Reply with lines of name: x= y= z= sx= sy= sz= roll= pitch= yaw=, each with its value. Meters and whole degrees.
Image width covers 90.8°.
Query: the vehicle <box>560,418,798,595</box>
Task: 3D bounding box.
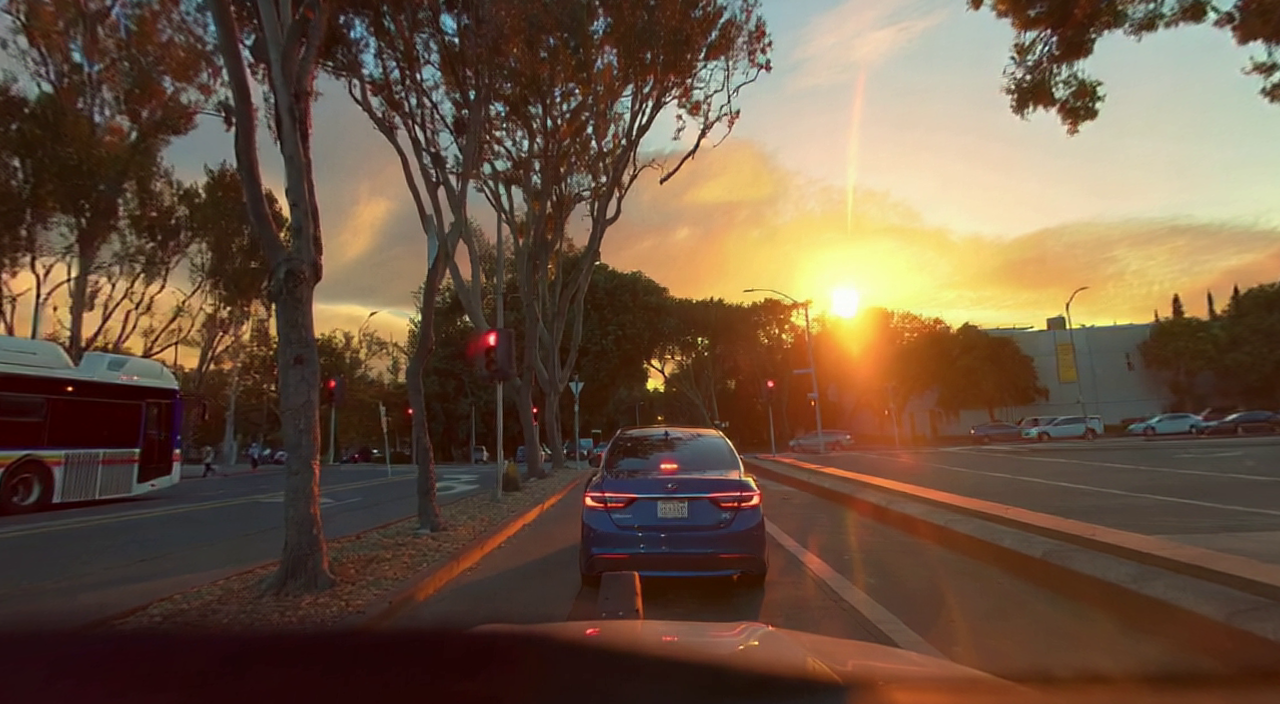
vehicle: x=0.370 y=1.615 z=7.393 sx=2.035 sy=1.499 sz=3.799 roll=0 pitch=-8 yaw=1

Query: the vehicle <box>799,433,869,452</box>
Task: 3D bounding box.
vehicle: x=15.091 y=7.069 z=49.329 sx=4.830 sy=1.461 sz=1.883 roll=0 pitch=-8 yaw=2
